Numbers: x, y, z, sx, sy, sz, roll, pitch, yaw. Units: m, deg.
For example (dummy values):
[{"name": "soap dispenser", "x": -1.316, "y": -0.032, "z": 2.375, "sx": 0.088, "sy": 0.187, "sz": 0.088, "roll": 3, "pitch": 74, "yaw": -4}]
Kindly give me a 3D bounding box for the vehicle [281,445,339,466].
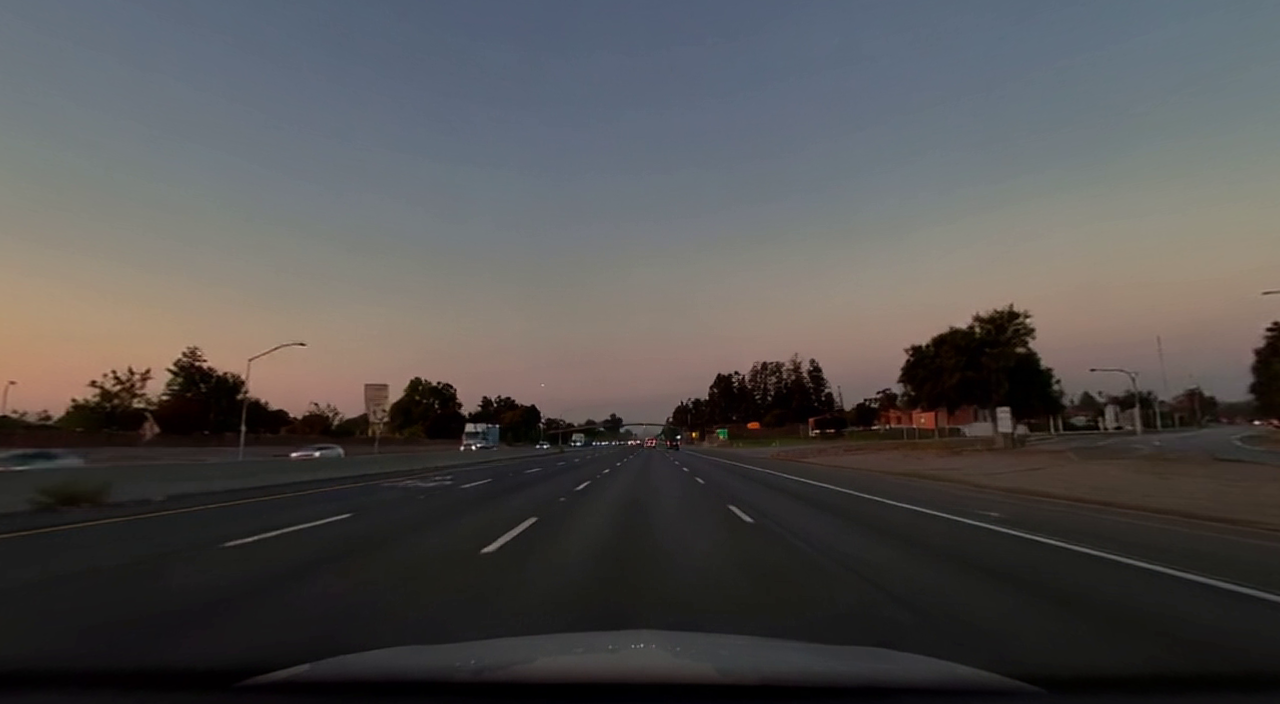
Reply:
[{"name": "vehicle", "x": -25.376, "y": 7.968, "z": 48.657, "sx": 1.976, "sy": 1.511, "sz": 4.503, "roll": 0, "pitch": -8, "yaw": 1}]
